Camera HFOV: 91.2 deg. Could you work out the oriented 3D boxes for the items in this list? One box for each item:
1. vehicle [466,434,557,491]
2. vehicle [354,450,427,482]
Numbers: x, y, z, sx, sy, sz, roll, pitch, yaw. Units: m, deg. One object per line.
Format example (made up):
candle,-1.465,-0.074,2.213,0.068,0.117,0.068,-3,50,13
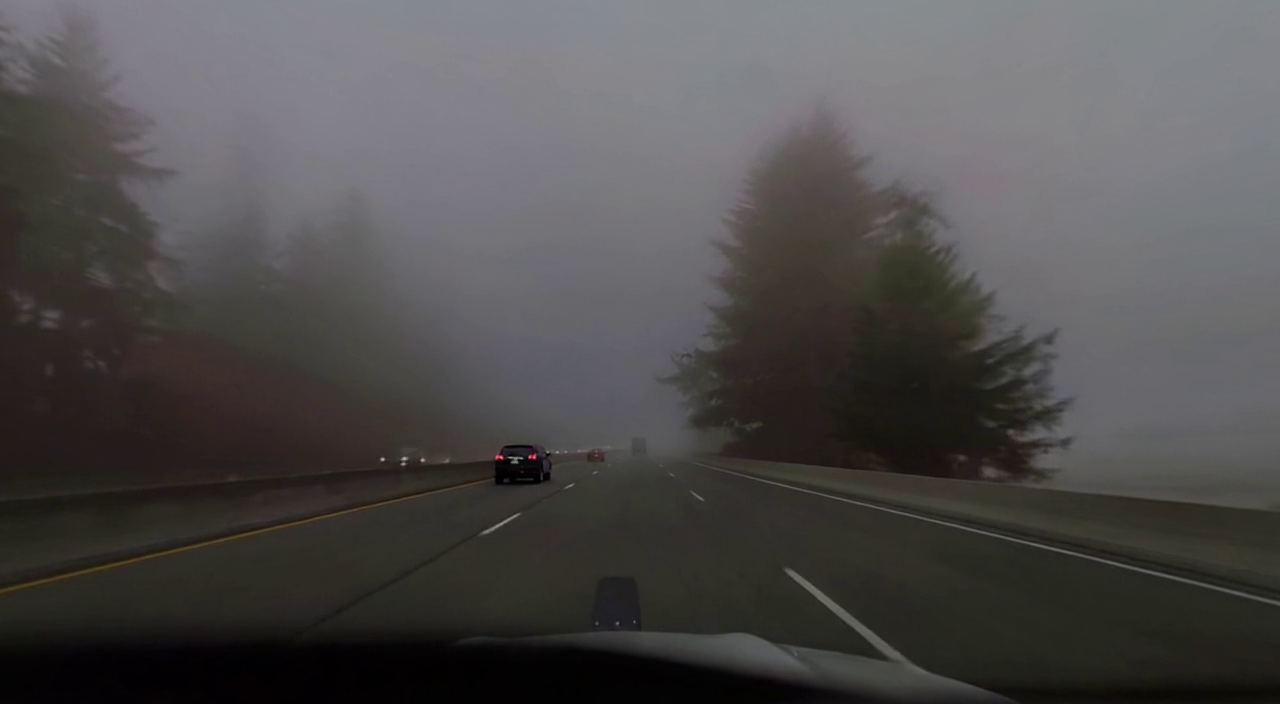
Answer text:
vehicle,-4.170,3.671,21.114,2.151,1.693,4.201,0,-9,0
vehicle,-12.848,5.873,32.558,2.007,1.495,4.319,0,-9,0
